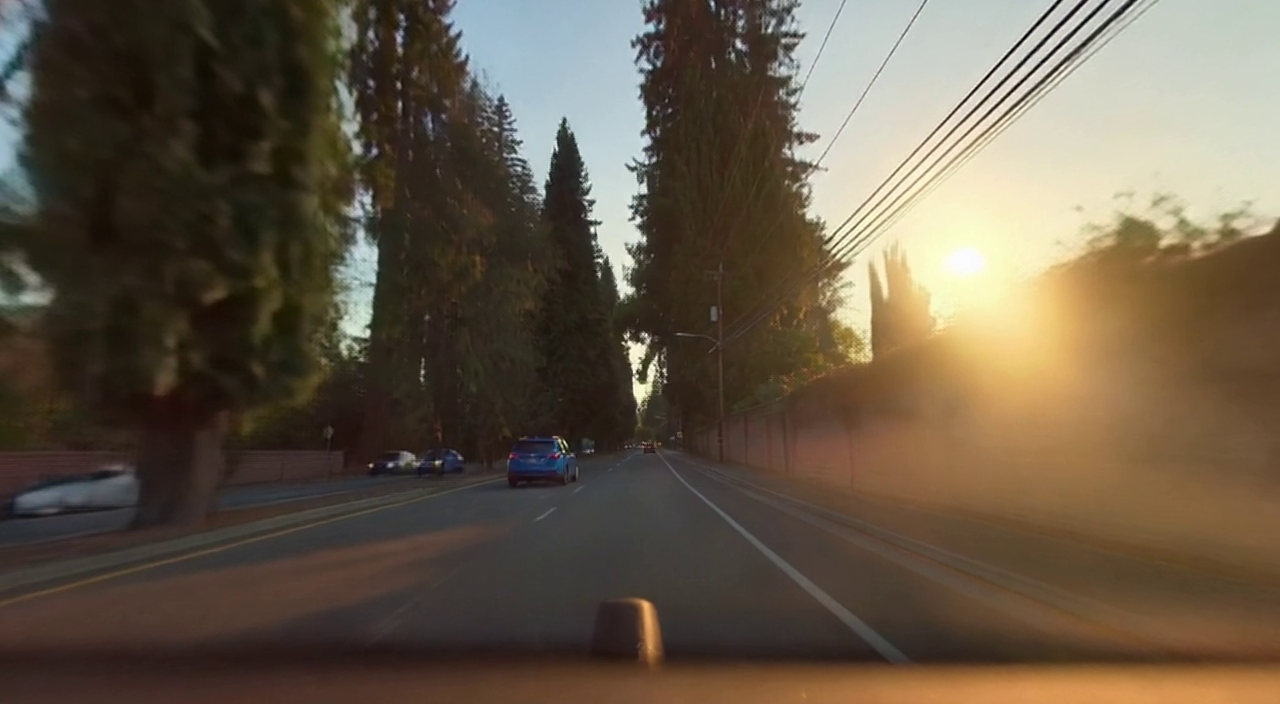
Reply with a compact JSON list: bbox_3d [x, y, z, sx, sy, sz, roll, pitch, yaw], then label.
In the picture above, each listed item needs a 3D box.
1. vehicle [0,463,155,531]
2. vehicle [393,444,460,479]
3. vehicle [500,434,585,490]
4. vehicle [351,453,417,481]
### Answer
[{"bbox_3d":[-15.821,3.802,17.028,1.921,1.467,4.297,0,-8,1],"label":"vehicle"},{"bbox_3d":[-11.475,5.891,34.188,2.006,1.731,4.512,0,-8,1],"label":"vehicle"},{"bbox_3d":[-3.264,3.803,22.072,2.147,1.730,4.555,0,-8,1],"label":"vehicle"},{"bbox_3d":[-15.248,6.863,37.778,1.871,1.505,4.708,0,-8,2],"label":"vehicle"}]
